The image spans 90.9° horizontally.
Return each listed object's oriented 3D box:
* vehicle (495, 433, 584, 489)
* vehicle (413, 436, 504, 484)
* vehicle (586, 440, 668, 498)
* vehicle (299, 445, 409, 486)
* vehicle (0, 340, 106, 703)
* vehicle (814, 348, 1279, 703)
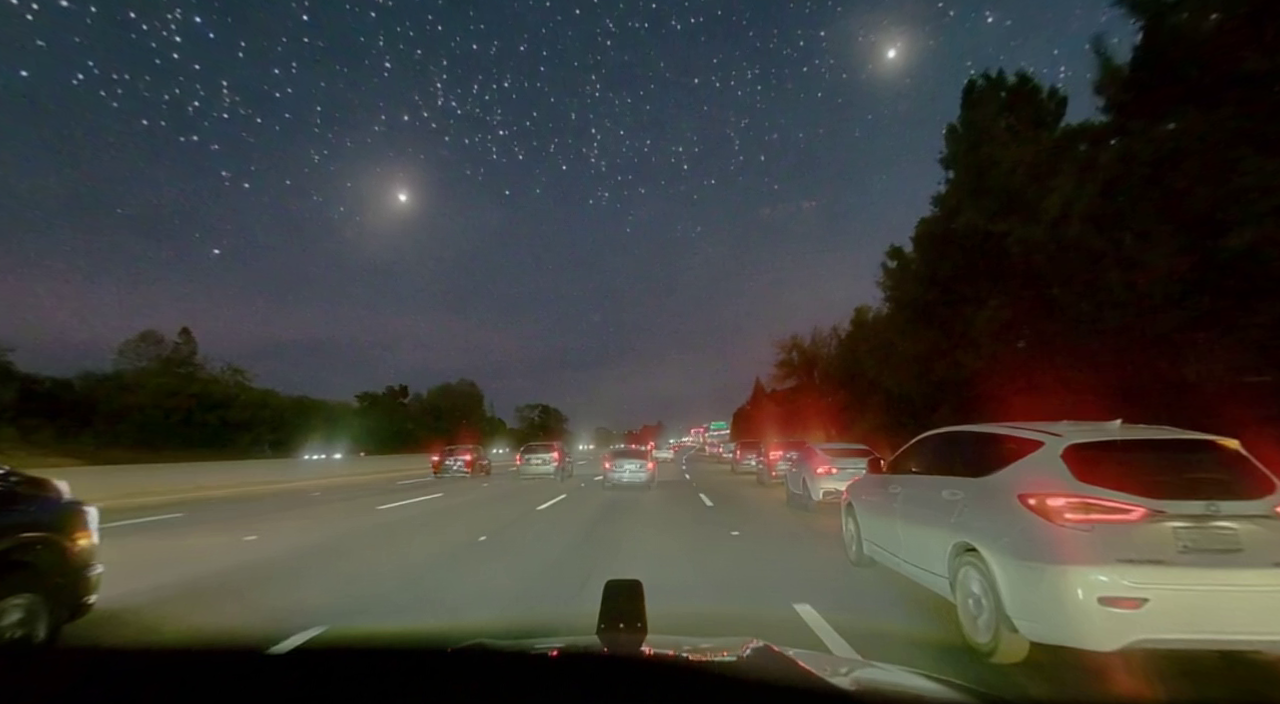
[{"bbox_3d":[-3.345,3.748,22.061,2.153,1.726,4.546,-1,-8,3],"label":"vehicle"},{"bbox_3d":[-6.903,4.159,24.552,2.023,1.693,4.386,-1,-8,3],"label":"vehicle"},{"bbox_3d":[-0.278,3.275,18.042,2.070,1.456,4.029,0,-8,2],"label":"vehicle"},{"bbox_3d":[-11.292,4.471,25.362,1.903,1.460,4.958,0,-8,3],"label":"vehicle"},{"bbox_3d":[-4.165,0.523,0.742,2.110,1.811,5.585,0,-8,1],"label":"vehicle"},{"bbox_3d":[2.800,1.144,4.204,1.964,1.631,4.837,0,-8,1],"label":"vehicle"}]
